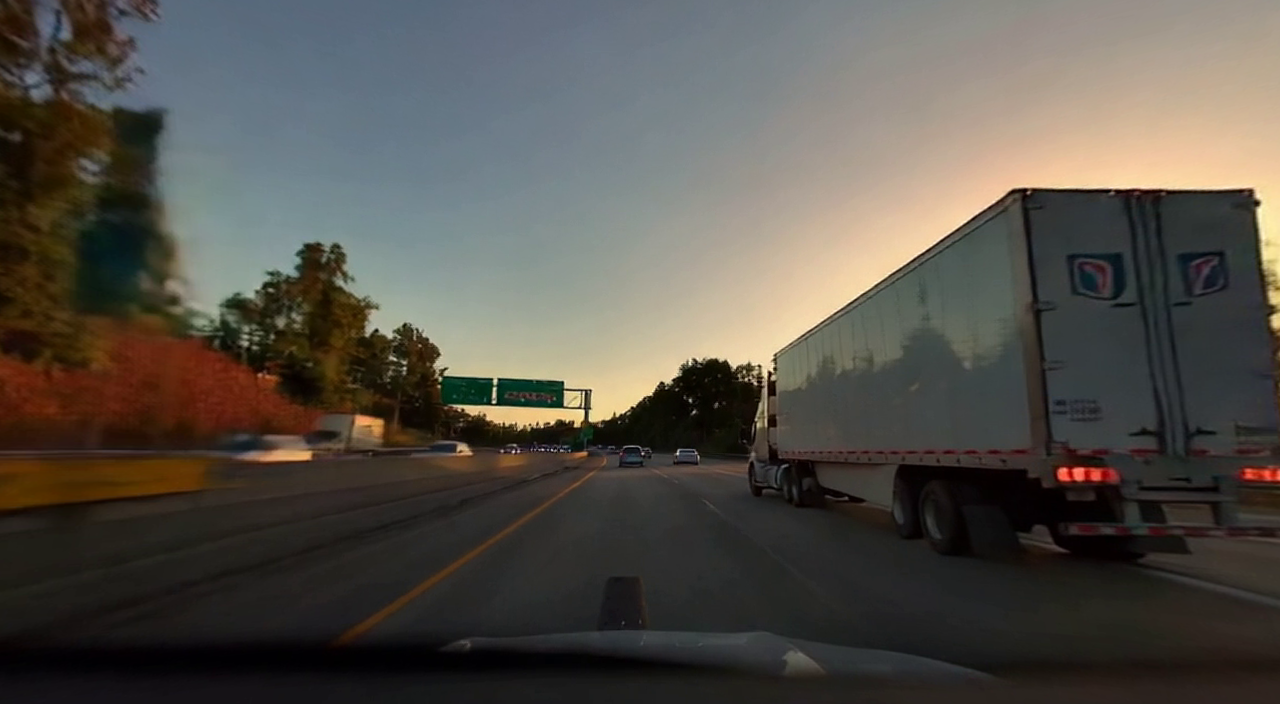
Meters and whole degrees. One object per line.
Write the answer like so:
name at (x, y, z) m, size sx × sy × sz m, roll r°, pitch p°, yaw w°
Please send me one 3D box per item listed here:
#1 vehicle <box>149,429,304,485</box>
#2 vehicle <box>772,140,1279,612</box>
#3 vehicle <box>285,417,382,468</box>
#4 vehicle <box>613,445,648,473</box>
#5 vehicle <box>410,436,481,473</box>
vehicle at (-11.937, 3.076, 18.587) m, size 1.786 × 1.451 × 4.104 m, roll 0°, pitch -9°, yaw 0°
vehicle at (5.389, 1.171, 12.248) m, size 2.890 × 4.006 × 14.039 m, roll 0°, pitch -9°, yaw 1°
vehicle at (-16.428, 4.954, 34.260) m, size 2.319 × 2.536 × 6.071 m, roll 0°, pitch -9°, yaw -2°
vehicle at (-0.583, 6.657, 39.347) m, size 2.111 × 1.599 × 3.859 m, roll 0°, pitch -9°, yaw 0°
vehicle at (-8.414, 4.503, 27.646) m, size 1.830 × 1.480 × 4.053 m, roll 0°, pitch -9°, yaw 0°
